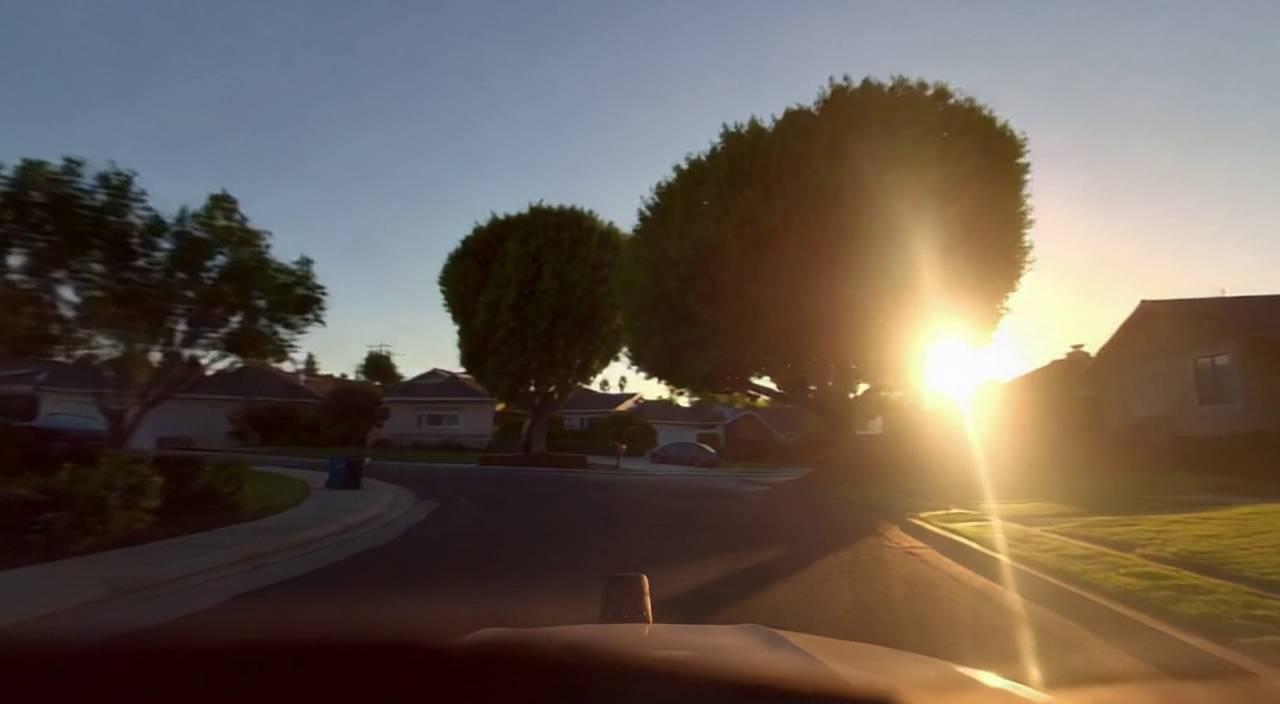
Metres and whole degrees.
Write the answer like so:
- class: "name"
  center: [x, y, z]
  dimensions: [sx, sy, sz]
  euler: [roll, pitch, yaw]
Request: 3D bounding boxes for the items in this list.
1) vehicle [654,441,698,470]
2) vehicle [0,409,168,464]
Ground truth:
- class: "vehicle"
  center: [2.547, 7.127, 43.519]
  dimensions: [2.180, 1.752, 4.700]
  euler: [-5, -9, 12]
- class: "vehicle"
  center: [-18.429, 2.764, 20.252]
  dimensions: [1.791, 1.517, 5.089]
  euler: [-5, -9, 15]
